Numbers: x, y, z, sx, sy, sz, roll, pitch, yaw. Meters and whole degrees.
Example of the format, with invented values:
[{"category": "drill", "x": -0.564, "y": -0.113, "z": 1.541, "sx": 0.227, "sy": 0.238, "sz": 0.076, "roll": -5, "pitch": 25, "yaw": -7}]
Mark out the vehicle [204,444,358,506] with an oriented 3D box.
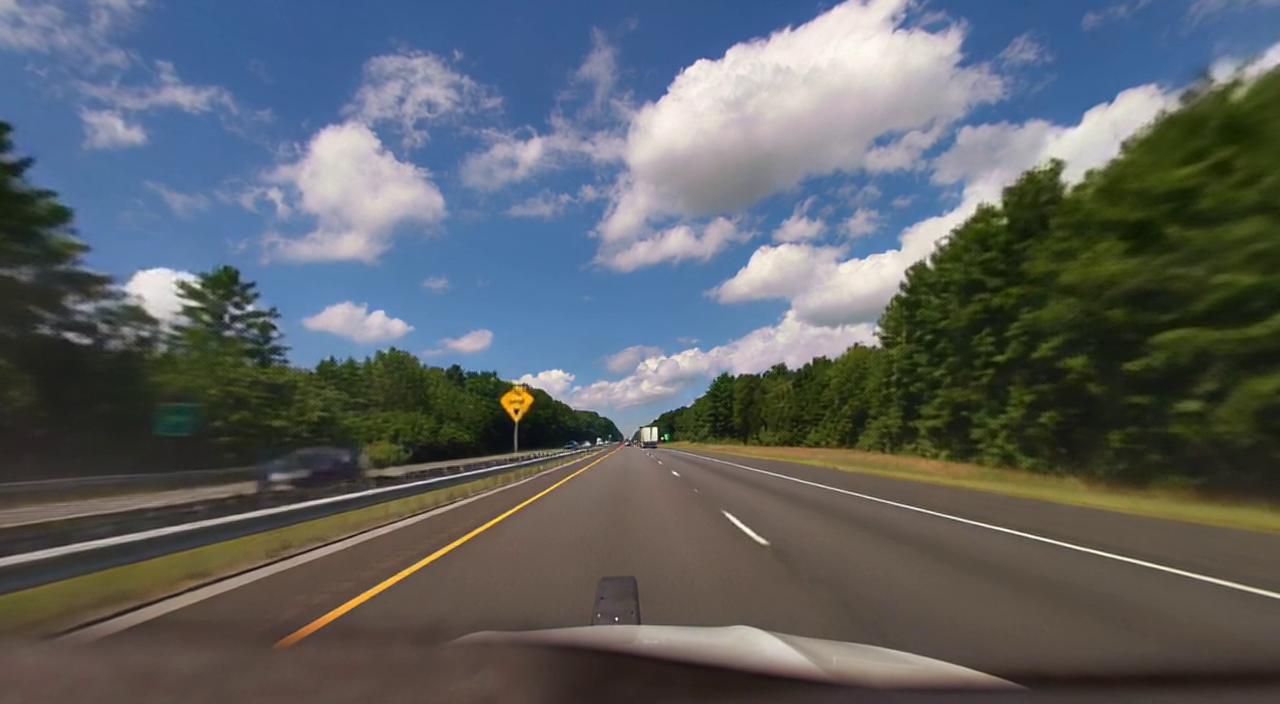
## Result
[{"category": "vehicle", "x": -9.634, "y": 3.279, "z": 17.361, "sx": 1.812, "sy": 1.460, "sz": 4.228, "roll": 0, "pitch": -8, "yaw": -1}]
